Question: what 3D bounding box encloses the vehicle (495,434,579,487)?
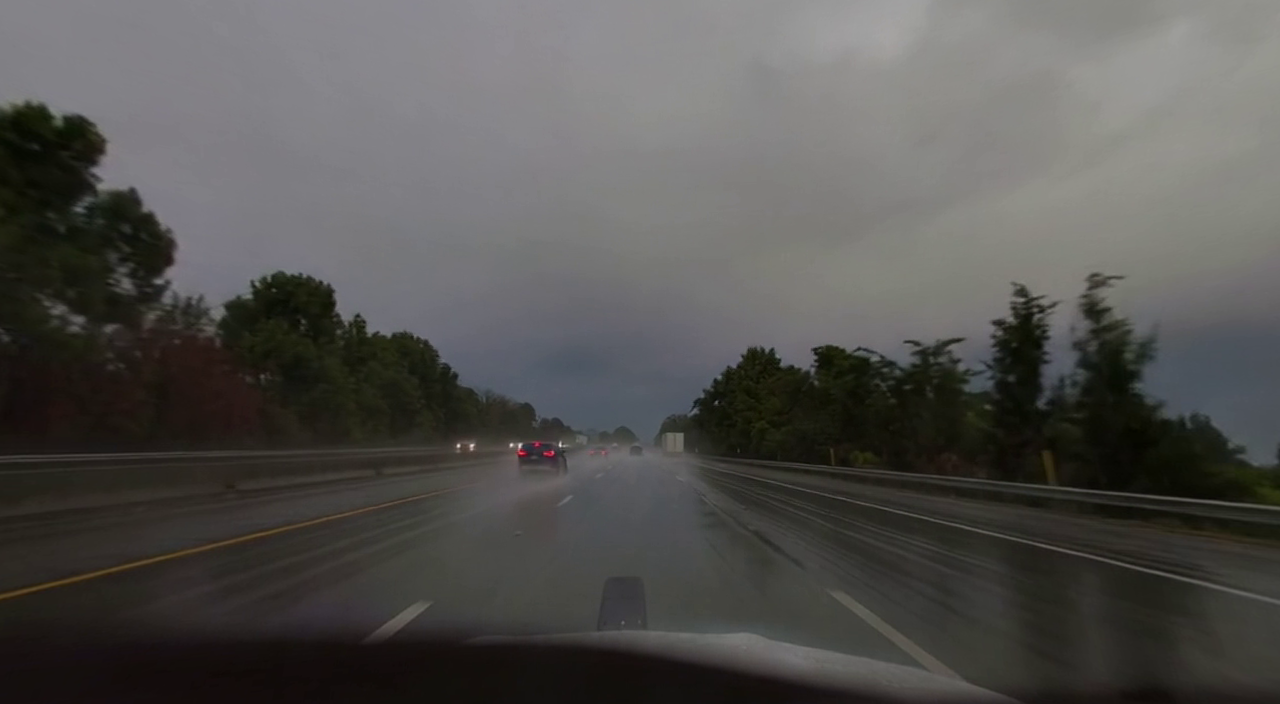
[{"bbox_3d":[-3.508,3.799,22.332,2.108,1.666,4.558,0,-9,1],"label":"vehicle"}]
